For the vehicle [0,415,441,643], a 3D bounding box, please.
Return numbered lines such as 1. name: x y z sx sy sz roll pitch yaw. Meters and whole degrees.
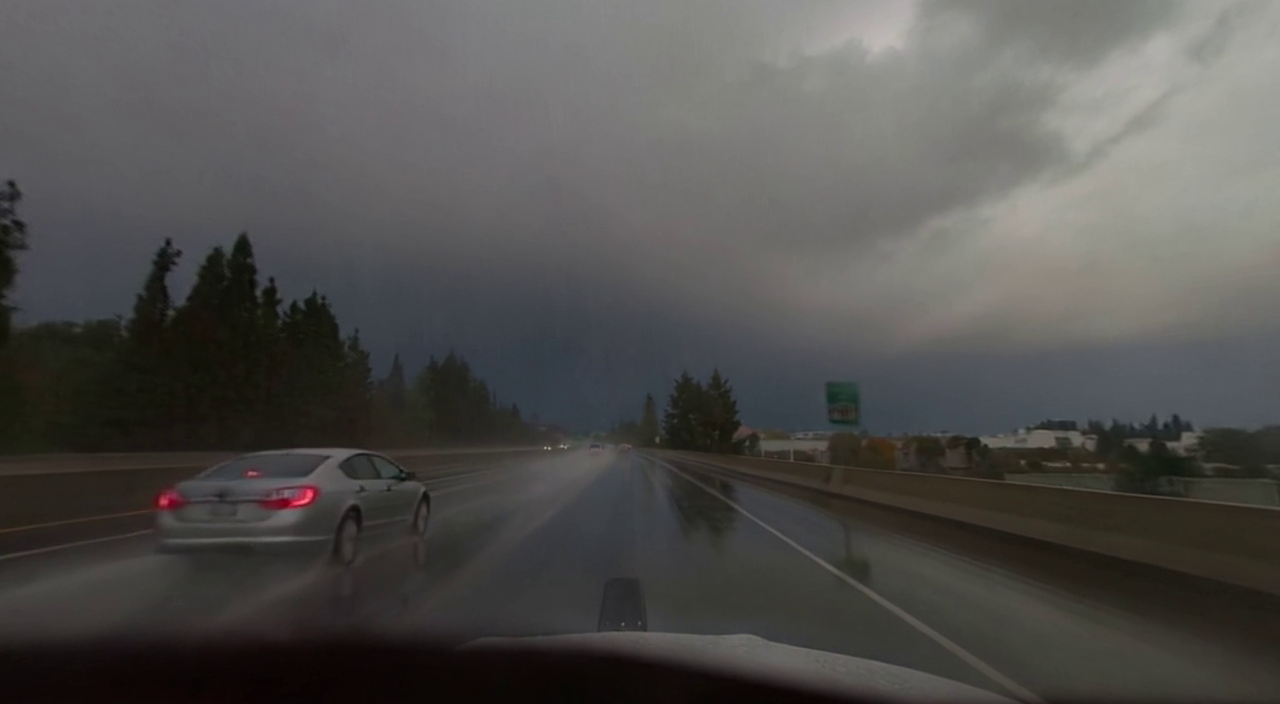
1. vehicle: -3.855 1.551 6.602 2.017 1.522 4.569 0 -9 1
